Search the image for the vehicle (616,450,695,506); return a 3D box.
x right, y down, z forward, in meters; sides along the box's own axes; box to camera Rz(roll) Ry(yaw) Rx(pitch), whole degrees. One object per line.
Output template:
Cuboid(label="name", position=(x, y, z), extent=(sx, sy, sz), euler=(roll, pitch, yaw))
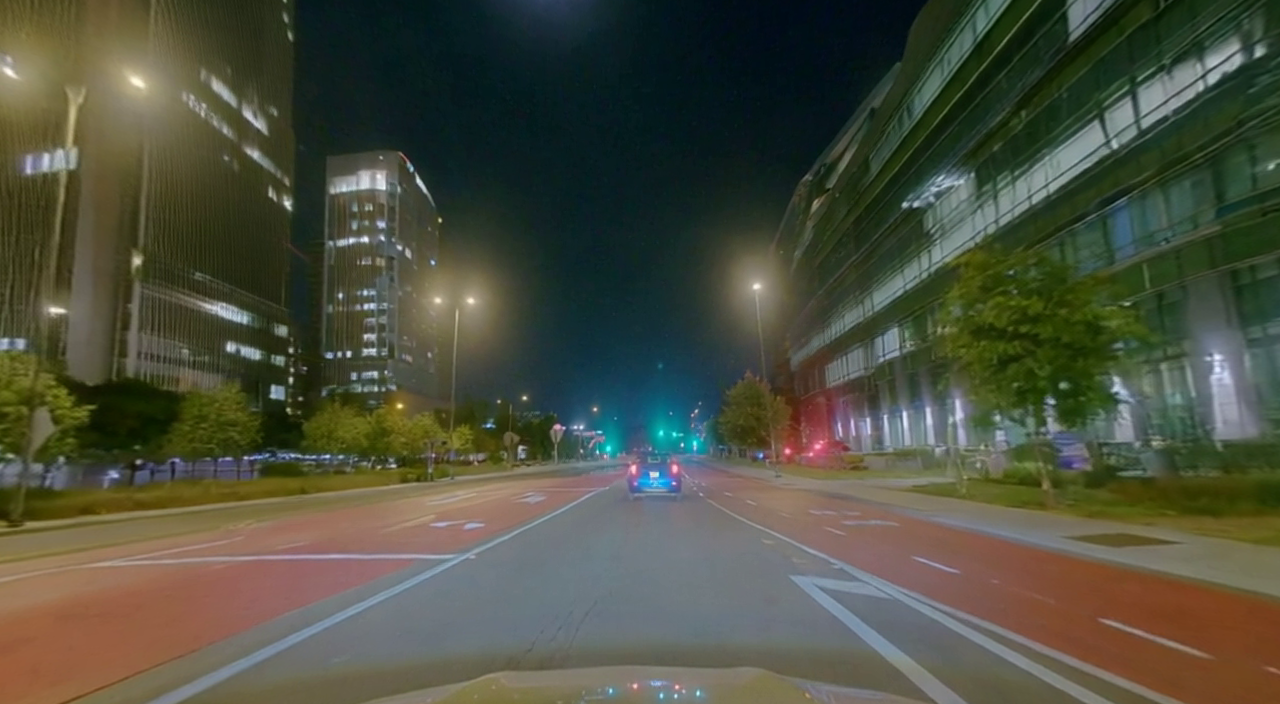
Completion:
Cuboid(label="vehicle", position=(0.396, 3.636, 18.611), extent=(2.063, 1.442, 4.135), euler=(0, -9, 0))
